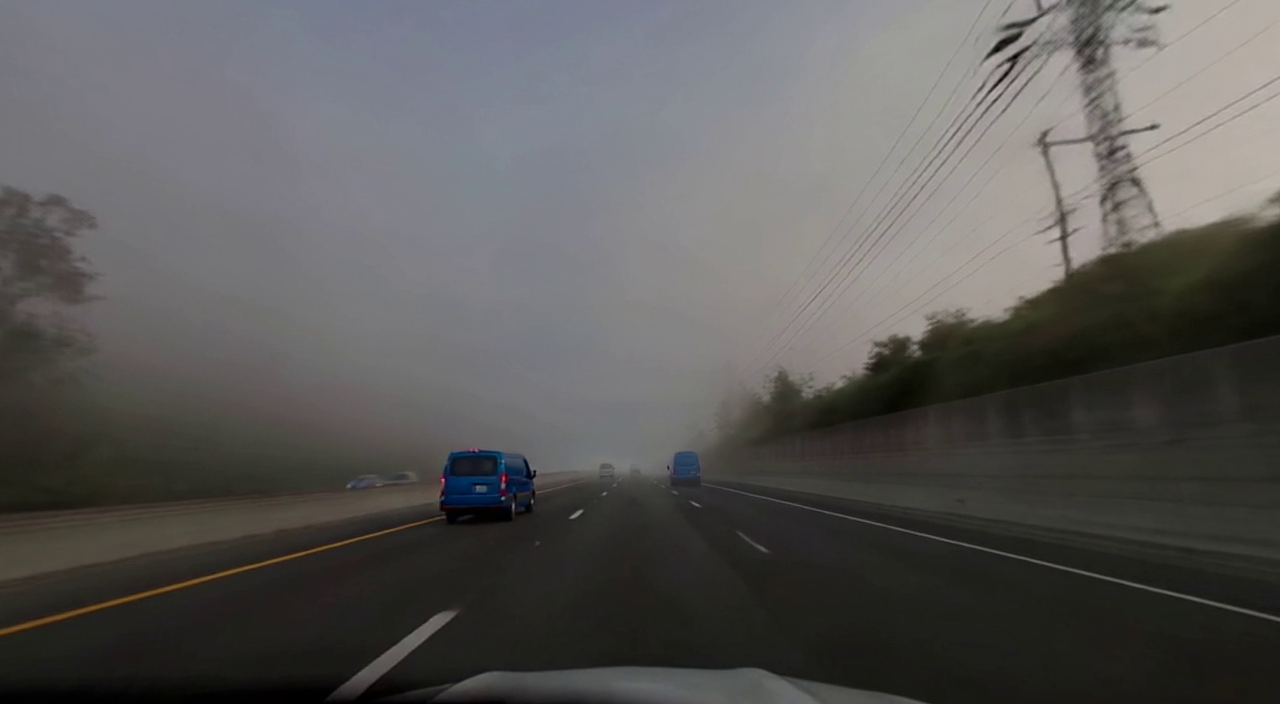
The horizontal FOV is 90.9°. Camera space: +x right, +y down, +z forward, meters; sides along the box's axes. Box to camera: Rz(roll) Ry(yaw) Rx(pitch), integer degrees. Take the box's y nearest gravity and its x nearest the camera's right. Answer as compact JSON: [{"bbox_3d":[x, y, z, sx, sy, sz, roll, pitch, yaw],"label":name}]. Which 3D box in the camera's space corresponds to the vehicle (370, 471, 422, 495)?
[{"bbox_3d":[-16.609,8.893,43.038,1.846,1.505,4.196,1,-10,0],"label":"vehicle"}]

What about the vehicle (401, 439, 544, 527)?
[{"bbox_3d":[-3.798,3.129,15.349,2.153,1.756,4.730,1,-10,0],"label":"vehicle"}]
